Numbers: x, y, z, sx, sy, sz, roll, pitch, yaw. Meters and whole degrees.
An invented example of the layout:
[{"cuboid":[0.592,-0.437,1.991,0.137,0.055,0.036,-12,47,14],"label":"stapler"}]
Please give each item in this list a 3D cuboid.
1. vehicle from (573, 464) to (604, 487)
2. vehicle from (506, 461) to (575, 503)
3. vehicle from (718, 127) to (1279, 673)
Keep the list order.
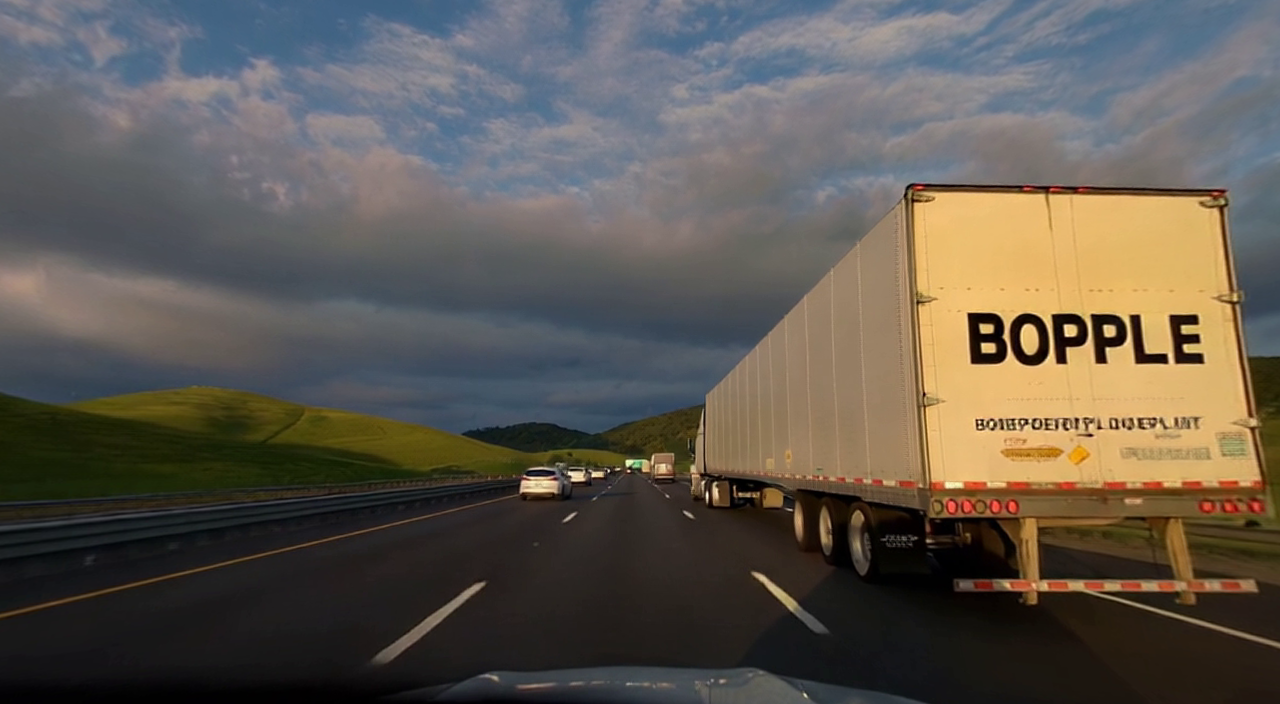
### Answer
[{"cuboid":[-3.975,9.678,49.316,2.063,1.671,4.197,1,-11,0],"label":"vehicle"},{"cuboid":[-4.086,5.472,26.805,2.088,1.566,4.853,1,-11,1],"label":"vehicle"},{"cuboid":[3.791,1.491,11.604,2.839,4.062,14.051,1,-11,0],"label":"vehicle"}]
